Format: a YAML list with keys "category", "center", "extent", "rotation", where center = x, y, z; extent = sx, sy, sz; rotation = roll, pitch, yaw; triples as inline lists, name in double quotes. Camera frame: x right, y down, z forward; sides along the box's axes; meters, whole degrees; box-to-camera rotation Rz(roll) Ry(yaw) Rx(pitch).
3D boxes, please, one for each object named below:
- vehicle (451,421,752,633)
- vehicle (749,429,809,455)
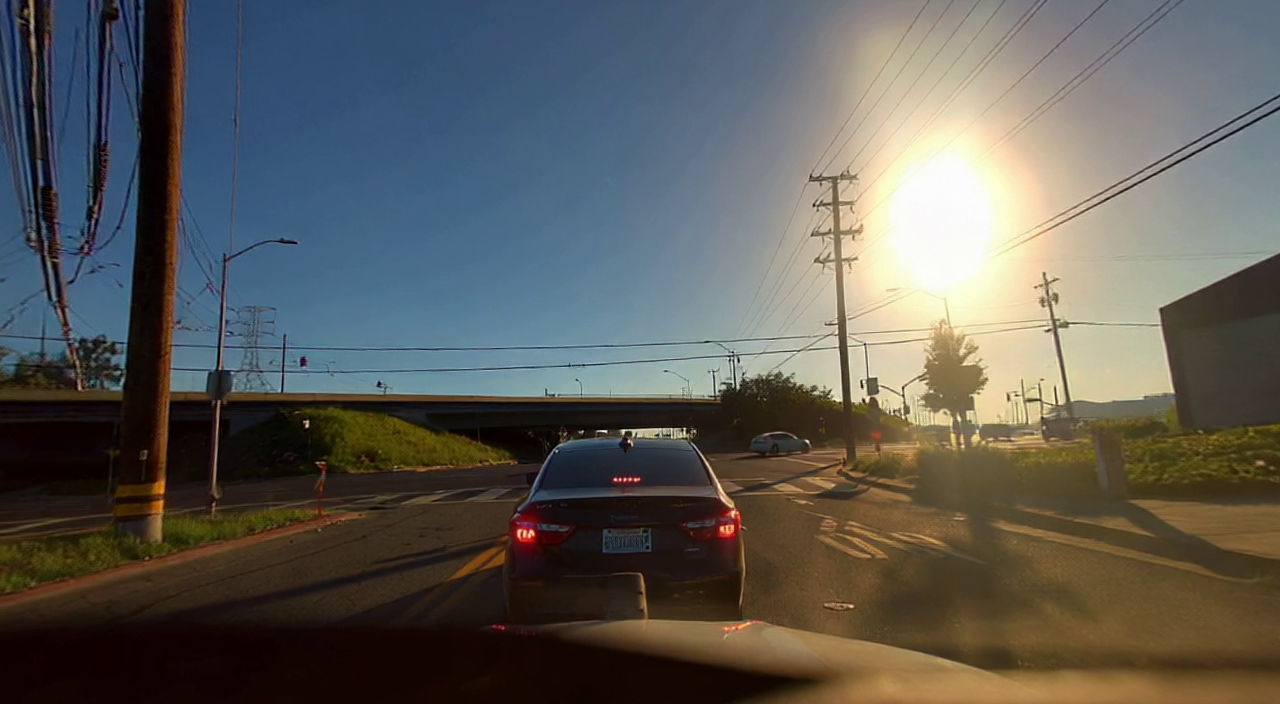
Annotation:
- category: "vehicle"
  center: [-0.232, 1.527, 6.472]
  extent: [2.090, 1.458, 4.033]
  rotation: [-1, -9, 1]
- category: "vehicle"
  center: [10.157, 6.552, 45.900]
  extent: [1.966, 1.785, 4.855]
  rotation: [-8, -12, 43]
